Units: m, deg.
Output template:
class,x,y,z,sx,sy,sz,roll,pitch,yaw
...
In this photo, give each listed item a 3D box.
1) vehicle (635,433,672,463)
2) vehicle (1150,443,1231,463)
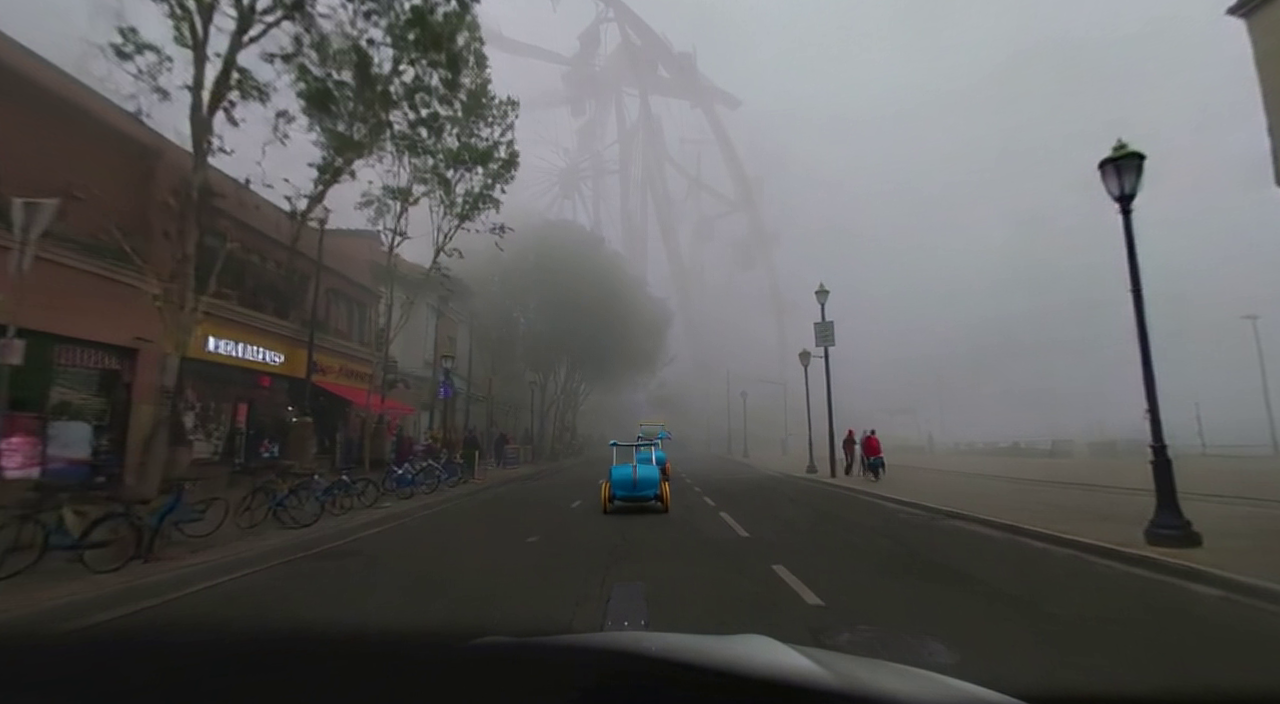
class,x,y,z,sx,sy,sz,roll,pitch,yaw
vehicle,0.838,6.087,39.928,2.221,1.773,4.228,-1,-8,1
vehicle,41.711,7.653,47.844,4.120,1.445,1.893,-2,-8,10
